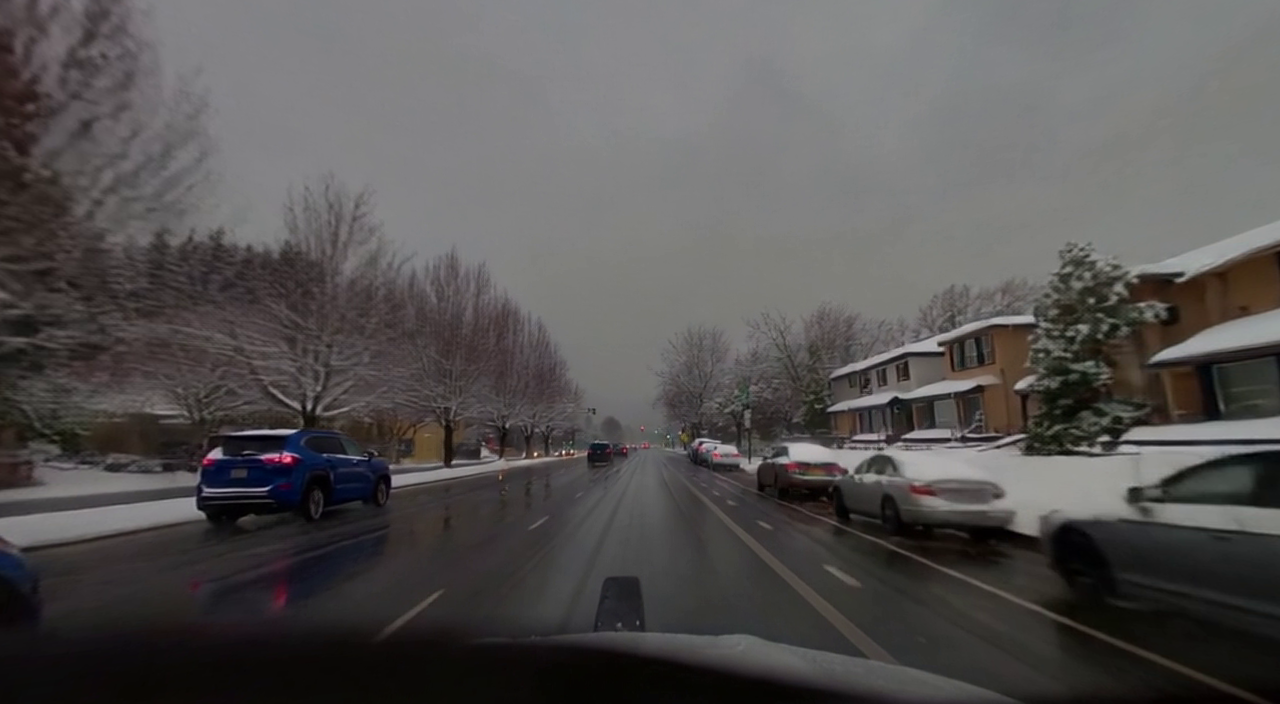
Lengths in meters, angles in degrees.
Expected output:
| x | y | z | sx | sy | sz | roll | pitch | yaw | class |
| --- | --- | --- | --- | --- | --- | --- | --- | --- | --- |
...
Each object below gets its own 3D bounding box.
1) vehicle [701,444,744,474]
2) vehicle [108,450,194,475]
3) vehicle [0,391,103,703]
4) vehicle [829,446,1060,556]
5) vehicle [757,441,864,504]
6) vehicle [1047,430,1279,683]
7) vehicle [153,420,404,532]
| x | y | z | sx | sy | sz | roll | pitch | yaw | class |
| --- | --- | --- | --- | --- | --- | --- | --- | --- | --- |
| 4.859 | 6.353 | 37.684 | 1.950 | 1.668 | 4.414 | 1 | -9 | -1 | vehicle |
| -34.386 | 7.787 | 44.345 | 4.273 | 1.679 | 1.987 | 1 | -9 | -4 | vehicle |
| -3.146 | 0.577 | 0.181 | 1.982 | 1.478 | 4.465 | 0 | -9 | 1 | vehicle |
| 4.809 | 2.371 | 10.814 | 1.824 | 1.453 | 4.374 | 0 | -9 | 1 | vehicle |
| 4.904 | 3.522 | 18.837 | 1.934 | 1.612 | 4.477 | 1 | -9 | 0 | vehicle |
| 4.827 | 1.203 | 3.540 | 1.952 | 1.505 | 4.713 | 0 | -9 | 1 | vehicle |
| -6.482 | 2.270 | 12.096 | 2.034 | 1.711 | 4.512 | 0 | -9 | 1 | vehicle |
